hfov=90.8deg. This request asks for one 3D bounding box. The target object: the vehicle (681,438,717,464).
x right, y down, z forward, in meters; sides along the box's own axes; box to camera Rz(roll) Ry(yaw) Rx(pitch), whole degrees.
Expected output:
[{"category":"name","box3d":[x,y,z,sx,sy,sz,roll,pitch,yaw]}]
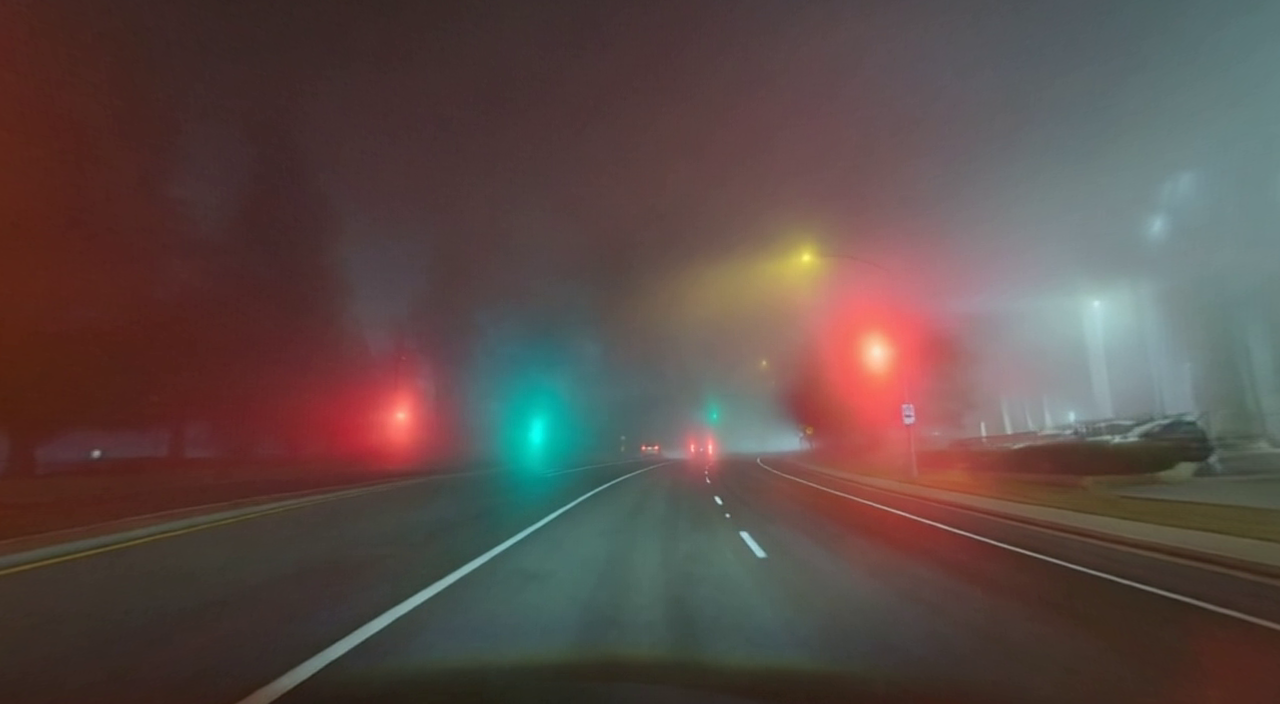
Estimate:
[{"category":"vehicle","box3d":[4.619,7.608,48.671,2.356,1.931,4.840,-2,-9,9]}]
